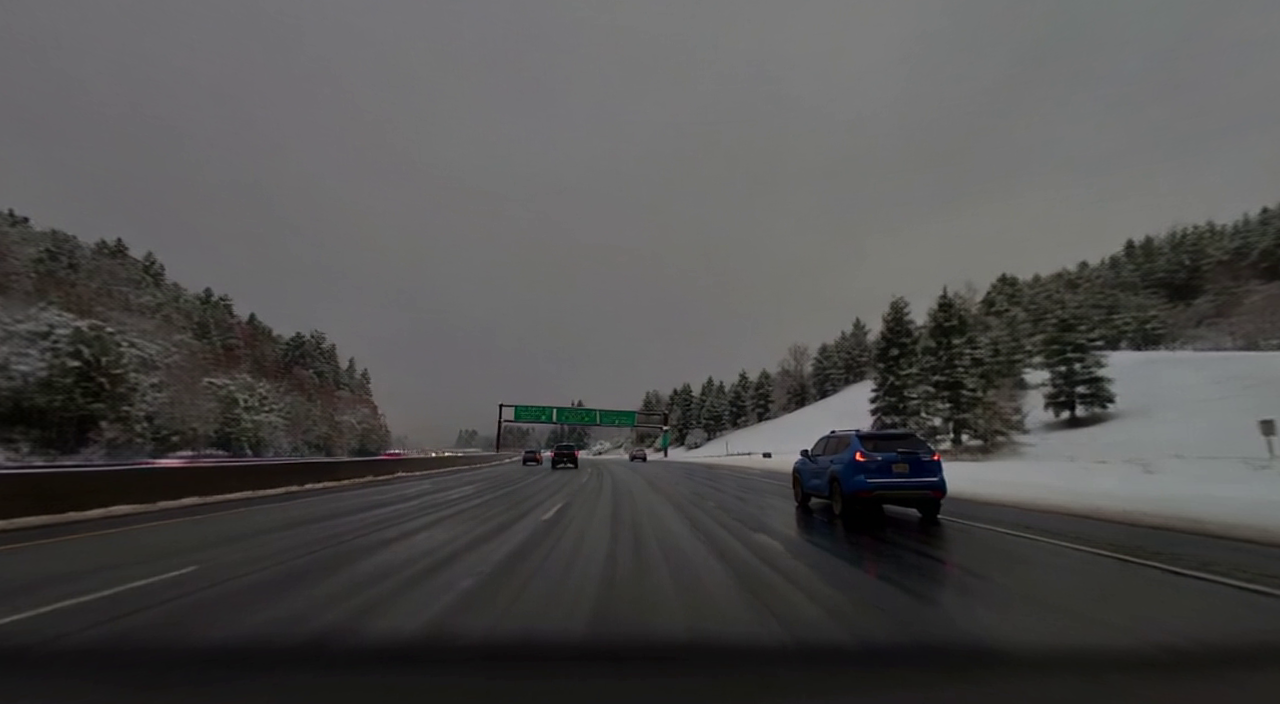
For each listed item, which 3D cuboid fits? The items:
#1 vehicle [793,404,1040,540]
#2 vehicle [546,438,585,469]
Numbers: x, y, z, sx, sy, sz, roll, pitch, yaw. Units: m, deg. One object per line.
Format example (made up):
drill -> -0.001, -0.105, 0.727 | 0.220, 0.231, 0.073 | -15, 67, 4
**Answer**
vehicle -> 4.509, 2.061, 11.421 | 2.103, 1.903, 4.837 | 0, -9, -2
vehicle -> -5.456, 7.535, 46.887 | 2.537, 2.121, 5.251 | 0, -9, -3
